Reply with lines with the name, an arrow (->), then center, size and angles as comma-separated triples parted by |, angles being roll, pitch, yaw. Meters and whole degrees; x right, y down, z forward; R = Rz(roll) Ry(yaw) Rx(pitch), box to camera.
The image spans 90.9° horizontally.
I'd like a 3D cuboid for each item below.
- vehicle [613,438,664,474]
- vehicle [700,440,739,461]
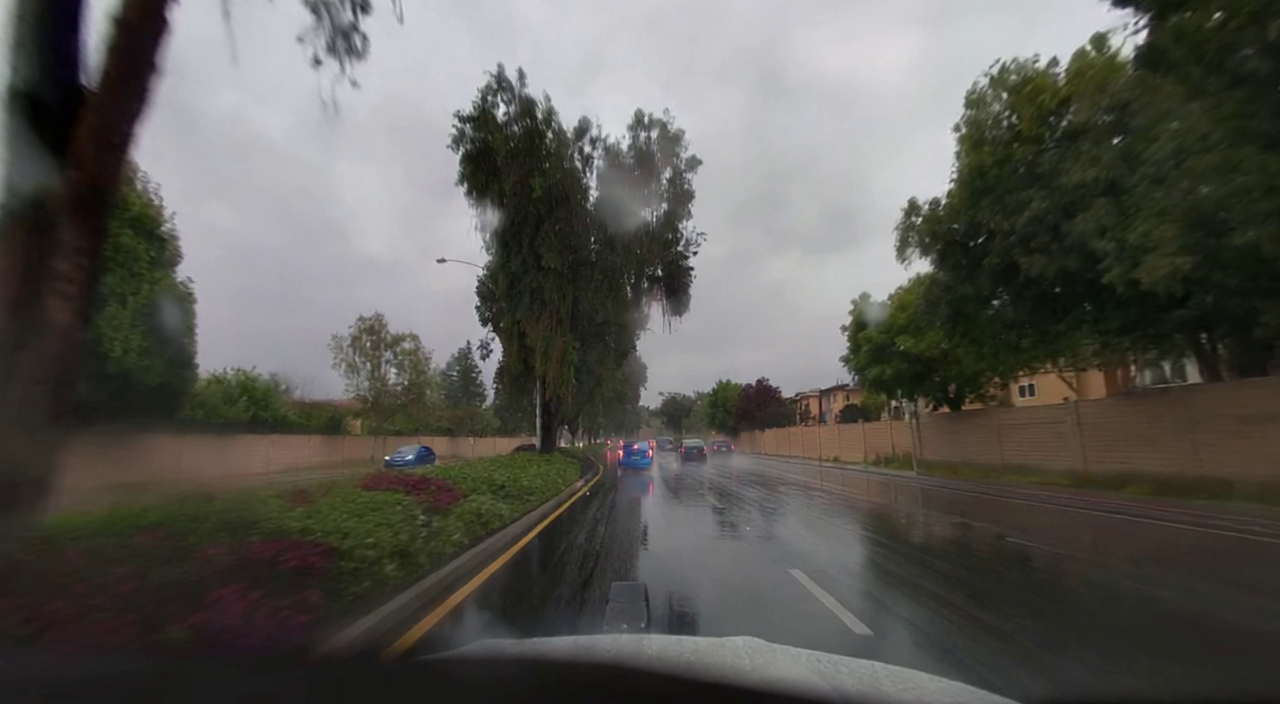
vehicle -> -0.058, 4.604, 28.084 | 2.102, 1.481, 3.907 | 0, -8, 0
vehicle -> 5.880, 7.318, 47.040 | 2.067, 1.514, 4.188 | 1, -8, -5
